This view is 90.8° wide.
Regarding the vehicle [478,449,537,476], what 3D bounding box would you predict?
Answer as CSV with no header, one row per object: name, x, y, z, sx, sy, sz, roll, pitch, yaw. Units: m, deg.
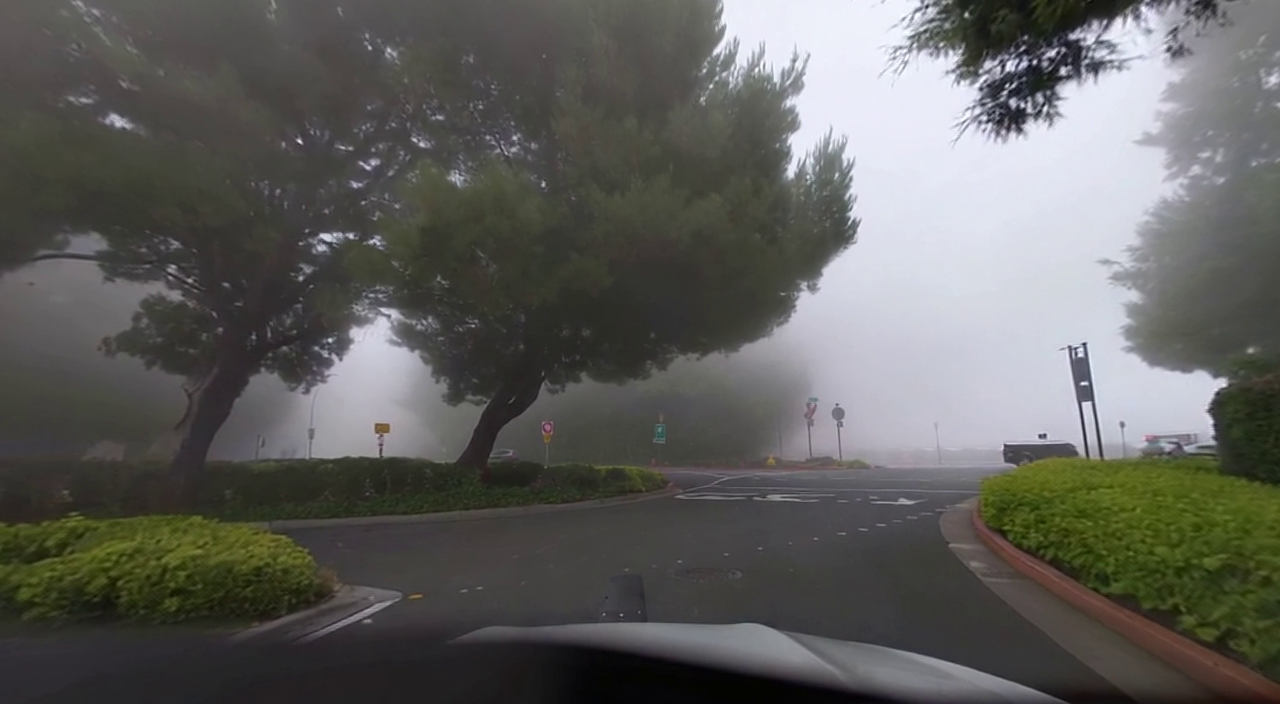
vehicle,-9.104,7.499,43.073,2.019,1.672,4.490,6,-11,-40
